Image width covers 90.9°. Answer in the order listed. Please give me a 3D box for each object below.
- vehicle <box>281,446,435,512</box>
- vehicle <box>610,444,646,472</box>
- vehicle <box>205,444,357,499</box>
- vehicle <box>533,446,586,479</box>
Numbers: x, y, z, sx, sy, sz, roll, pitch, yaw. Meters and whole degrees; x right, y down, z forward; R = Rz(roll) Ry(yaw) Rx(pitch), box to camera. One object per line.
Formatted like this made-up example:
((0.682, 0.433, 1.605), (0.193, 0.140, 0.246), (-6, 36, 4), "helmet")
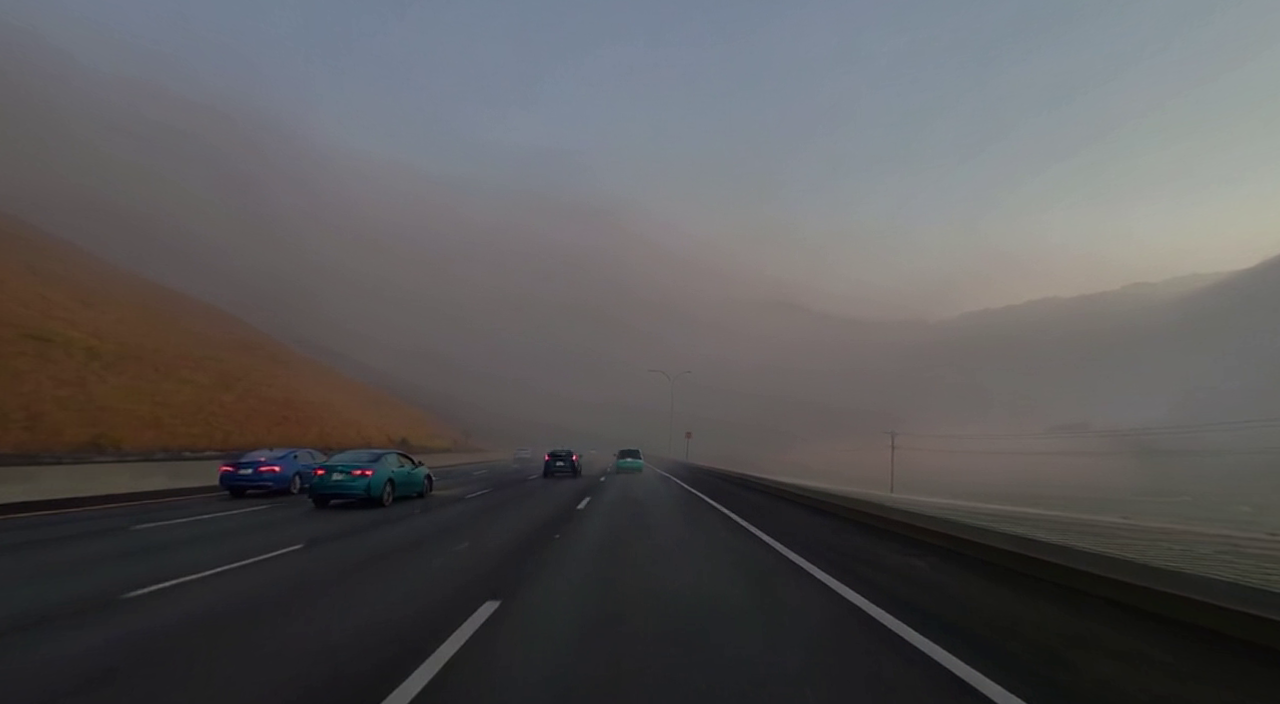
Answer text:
((-6.937, 3.130, 16.119), (1.991, 1.441, 4.265), (0, -8, -1), "vehicle")
((-0.806, 6.804, 40.838), (2.225, 1.674, 4.044), (0, -8, -2), "vehicle")
((-11.224, 3.730, 20.239), (2.048, 1.501, 4.898), (0, -8, -1), "vehicle")
((-3.943, 5.492, 31.641), (2.144, 1.505, 4.649), (0, -8, -1), "vehicle")
